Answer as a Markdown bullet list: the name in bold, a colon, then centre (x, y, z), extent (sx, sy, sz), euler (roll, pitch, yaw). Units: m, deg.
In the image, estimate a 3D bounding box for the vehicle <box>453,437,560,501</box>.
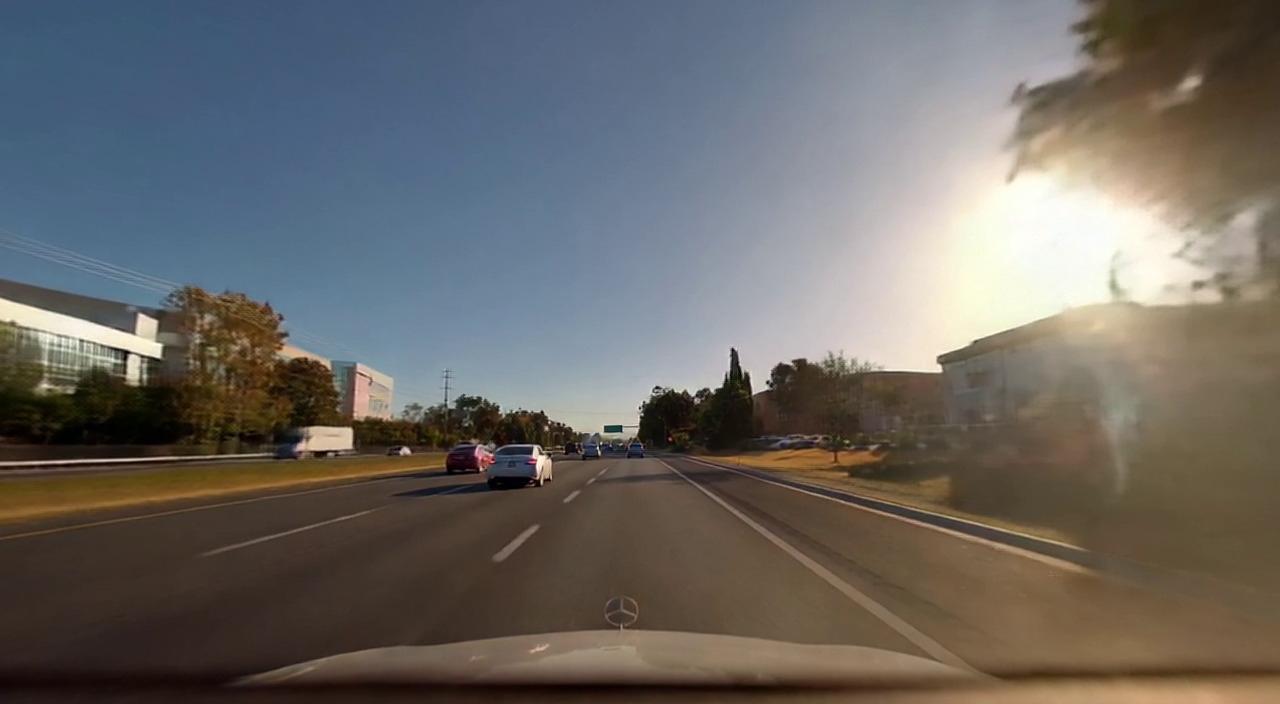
- **vehicle**: centre (-3.365, 3.036, 16.759), extent (1.920, 1.463, 4.134), euler (1, -9, 0)
